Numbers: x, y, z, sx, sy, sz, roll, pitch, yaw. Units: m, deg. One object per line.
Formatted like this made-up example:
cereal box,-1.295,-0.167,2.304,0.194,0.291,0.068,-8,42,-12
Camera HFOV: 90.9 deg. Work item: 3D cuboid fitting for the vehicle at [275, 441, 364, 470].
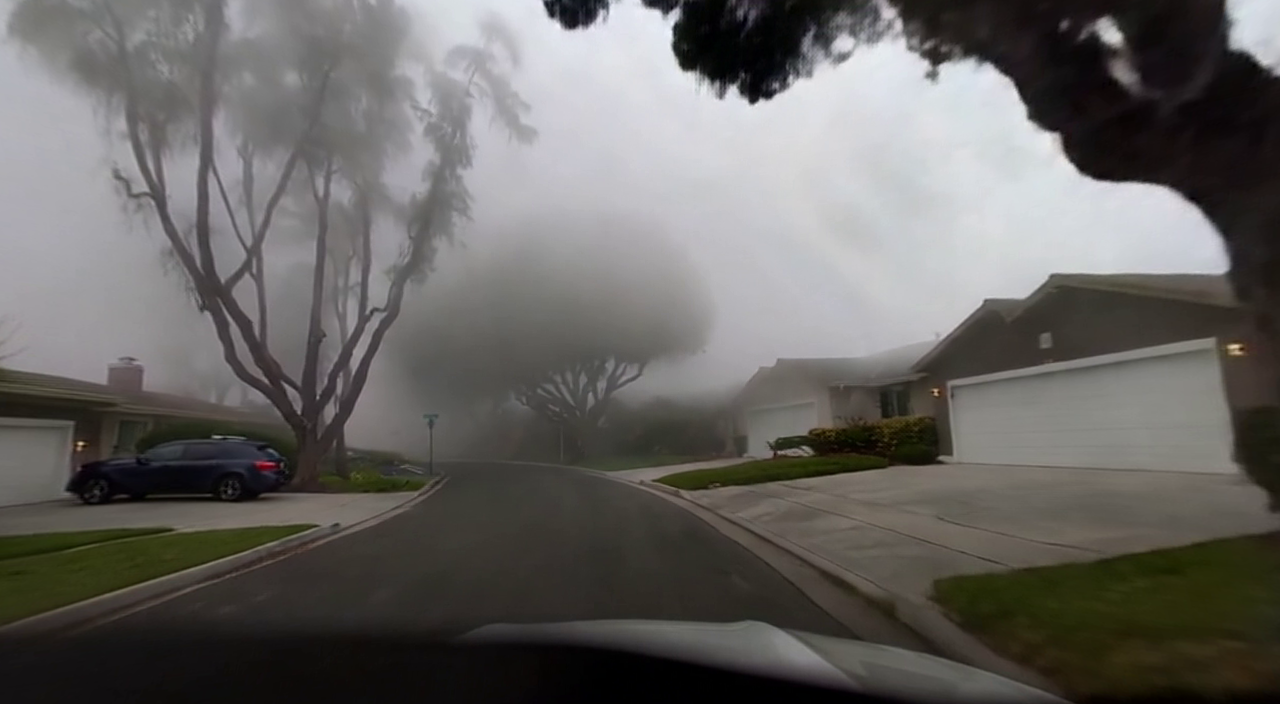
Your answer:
vehicle,-19.457,6.298,38.493,4.471,1.638,1.877,2,-8,-17

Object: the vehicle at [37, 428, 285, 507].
vehicle,-12.699,3.065,17.194,4.961,1.757,1.971,1,-8,-21
